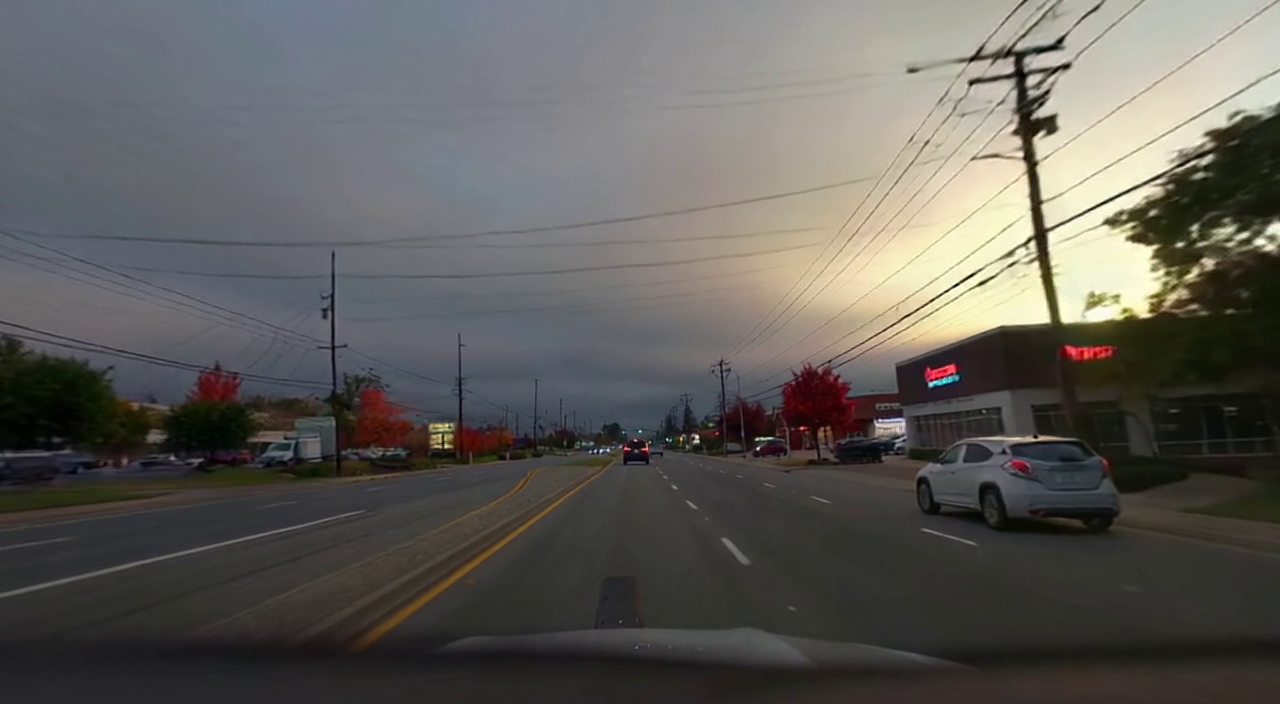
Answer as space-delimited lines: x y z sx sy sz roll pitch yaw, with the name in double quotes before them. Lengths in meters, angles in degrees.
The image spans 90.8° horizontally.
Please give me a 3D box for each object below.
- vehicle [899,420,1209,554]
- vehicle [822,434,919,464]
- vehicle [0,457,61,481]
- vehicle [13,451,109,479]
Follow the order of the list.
"vehicle" 6.242 2.067 10.388 1.995 1.705 4.434 0 -9 -1
"vehicle" 16.535 6.979 45.466 5.990 1.834 2.262 -2 -8 -5
"vehicle" -40.662 7.532 40.551 4.692 1.445 1.922 1 -9 -10
"vehicle" -41.924 8.162 45.839 4.738 1.734 1.970 -1 -8 -9
